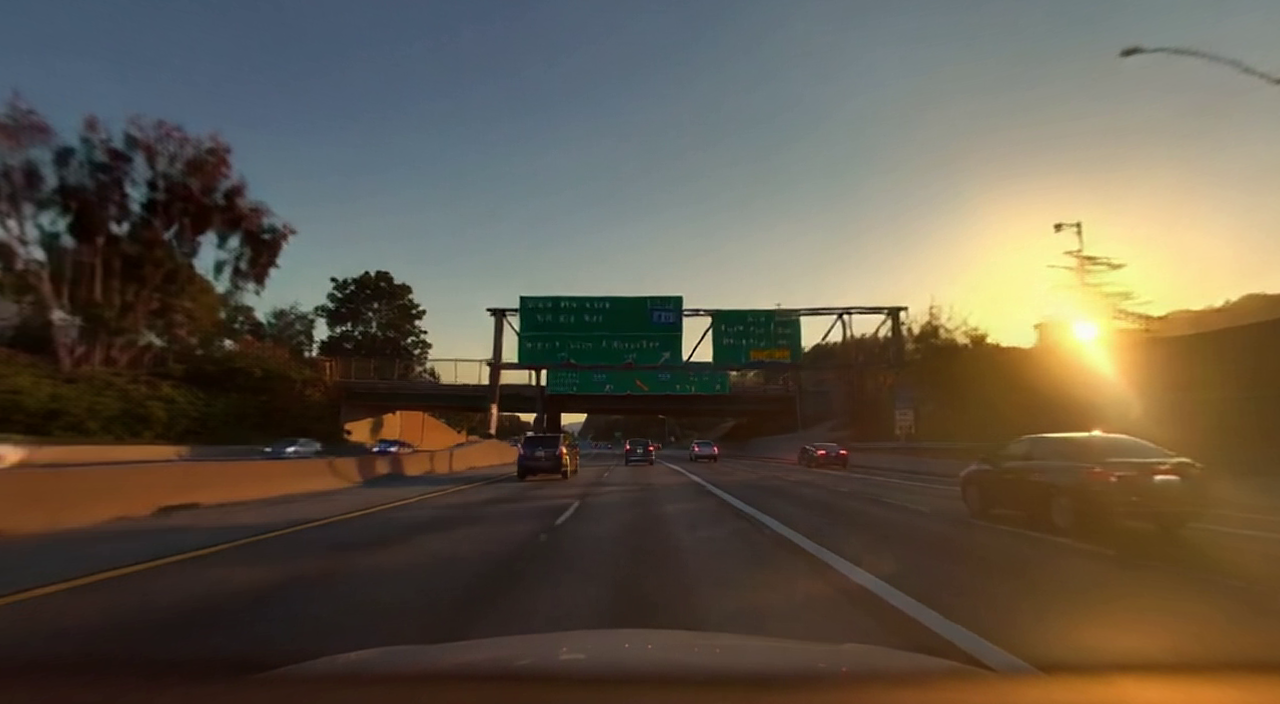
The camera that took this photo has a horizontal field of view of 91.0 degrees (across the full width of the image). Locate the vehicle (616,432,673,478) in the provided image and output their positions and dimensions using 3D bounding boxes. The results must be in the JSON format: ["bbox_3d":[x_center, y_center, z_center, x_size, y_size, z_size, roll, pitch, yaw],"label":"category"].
[{"bbox_3d":[0.188,4.228,26.134,2.181,1.728,3.970,0,-9,0],"label":"vehicle"}]

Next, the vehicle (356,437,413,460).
[{"bbox_3d":[-18.039,6.844,44.734,1.992,1.524,4.843,0,-9,1],"label":"vehicle"}]

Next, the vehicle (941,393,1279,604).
[{"bbox_3d":[5.675,1.520,7.421,2.041,1.669,4.712,0,-9,2],"label":"vehicle"}]

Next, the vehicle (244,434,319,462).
[{"bbox_3d":[-22.033,5.940,38.940,1.907,1.592,4.469,0,-9,1],"label":"vehicle"}]

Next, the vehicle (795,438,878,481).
[{"bbox_3d":[7.751,4.274,25.242,1.989,1.569,3.964,1,-9,-1],"label":"vehicle"}]

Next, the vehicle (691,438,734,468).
[{"bbox_3d":[4.312,6.119,38.133,2.022,1.682,4.226,1,-9,-1],"label":"vehicle"}]

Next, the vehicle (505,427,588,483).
[{"bbox_3d":[-3.219,3.678,22.782,2.199,1.777,4.790,0,-9,1],"label":"vehicle"}]
